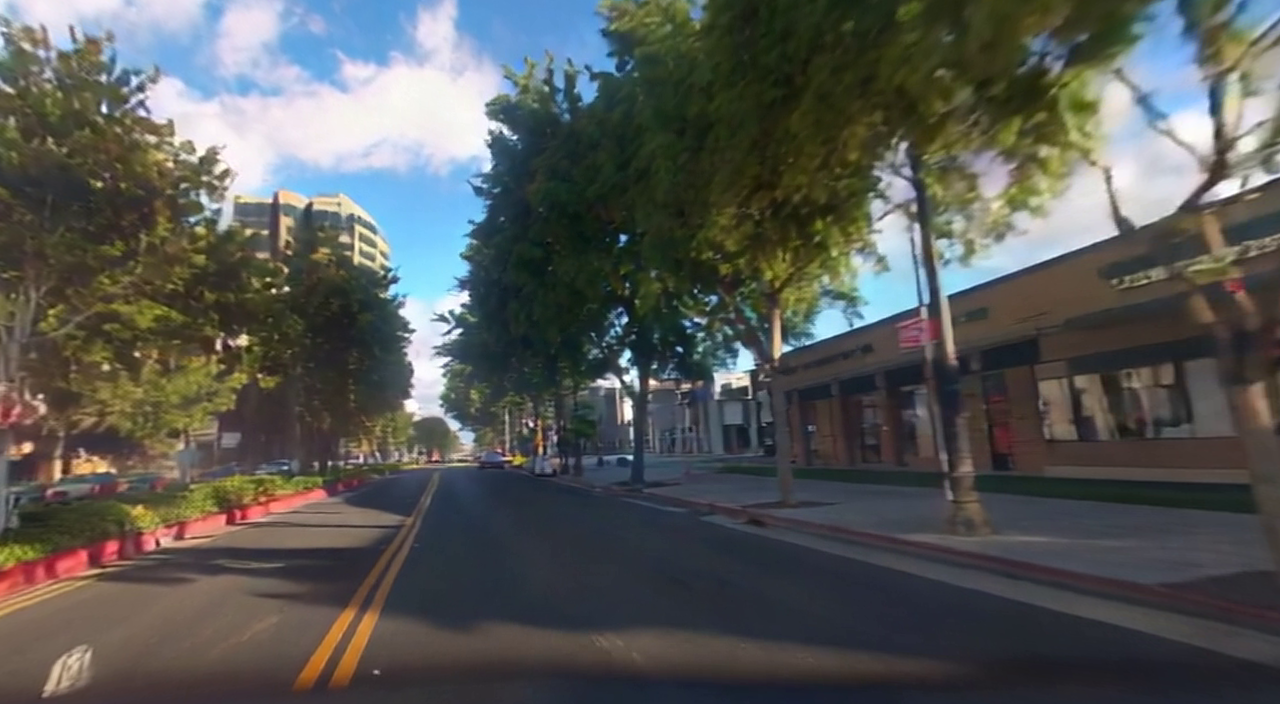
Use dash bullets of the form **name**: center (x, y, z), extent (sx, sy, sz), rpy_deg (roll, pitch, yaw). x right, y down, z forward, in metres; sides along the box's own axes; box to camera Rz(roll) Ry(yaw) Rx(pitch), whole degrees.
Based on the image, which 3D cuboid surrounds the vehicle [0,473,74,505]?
- **vehicle**: center (-39.830, 8.967, 41.593), extent (1.962, 1.741, 4.289), rpy_deg (2, -9, -16)
